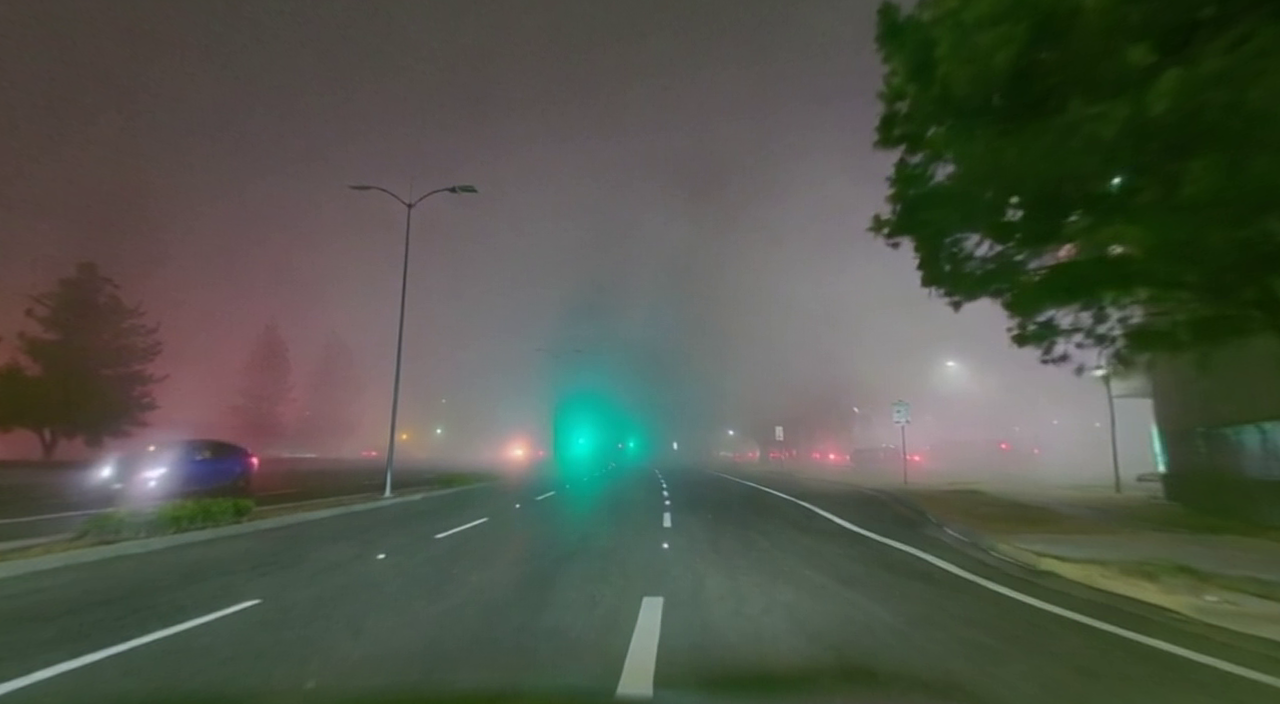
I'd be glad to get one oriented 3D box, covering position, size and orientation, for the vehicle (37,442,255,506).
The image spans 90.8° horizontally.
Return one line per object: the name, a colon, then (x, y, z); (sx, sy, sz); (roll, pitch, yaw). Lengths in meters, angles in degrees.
vehicle: (-13.481, 3.335, 17.773); (2.152, 1.521, 4.767); (-1, -9, 2)
